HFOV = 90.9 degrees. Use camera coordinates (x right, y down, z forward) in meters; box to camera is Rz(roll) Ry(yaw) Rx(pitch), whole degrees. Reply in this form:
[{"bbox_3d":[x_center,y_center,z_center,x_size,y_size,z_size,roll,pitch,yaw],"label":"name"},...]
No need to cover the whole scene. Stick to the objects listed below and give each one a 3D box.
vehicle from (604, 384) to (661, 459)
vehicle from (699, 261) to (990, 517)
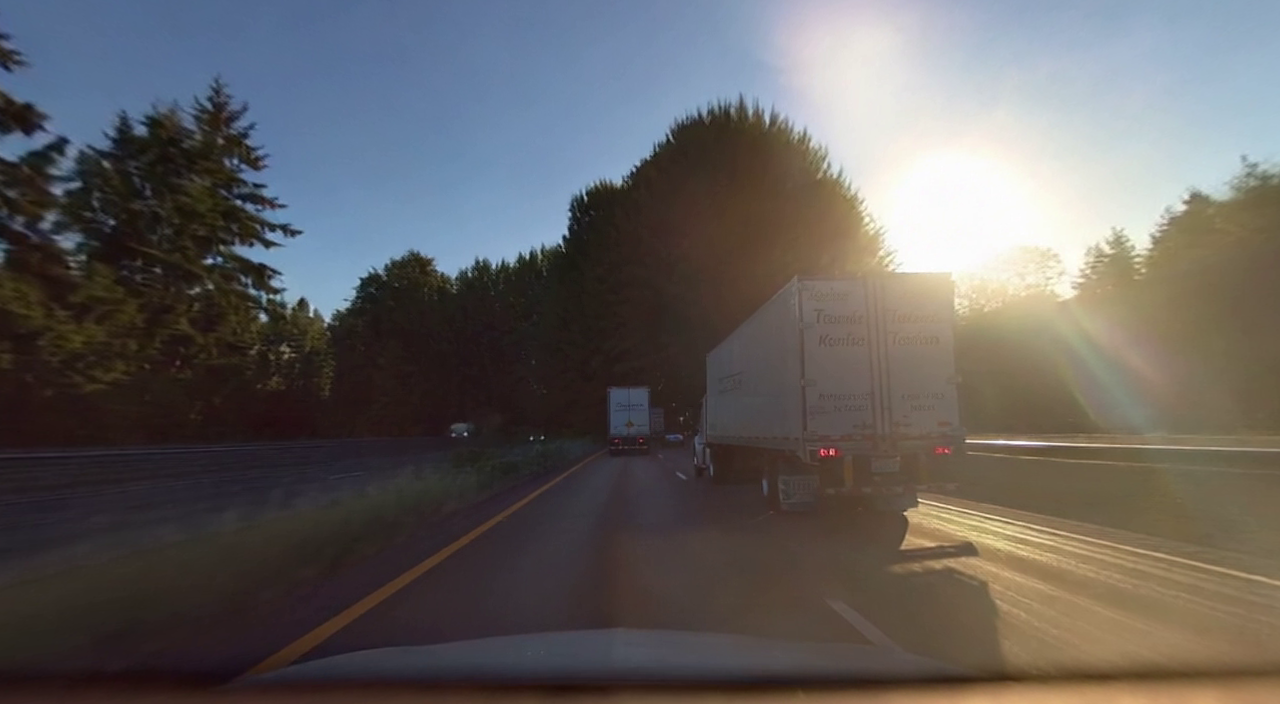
[{"bbox_3d":[-0.462,4.322,38.108,2.958,3.917,10.196,0,-8,-1],"label":"vehicle"},{"bbox_3d":[3.937,1.512,17.411,2.856,4.145,14.500,0,-8,-1],"label":"vehicle"}]
